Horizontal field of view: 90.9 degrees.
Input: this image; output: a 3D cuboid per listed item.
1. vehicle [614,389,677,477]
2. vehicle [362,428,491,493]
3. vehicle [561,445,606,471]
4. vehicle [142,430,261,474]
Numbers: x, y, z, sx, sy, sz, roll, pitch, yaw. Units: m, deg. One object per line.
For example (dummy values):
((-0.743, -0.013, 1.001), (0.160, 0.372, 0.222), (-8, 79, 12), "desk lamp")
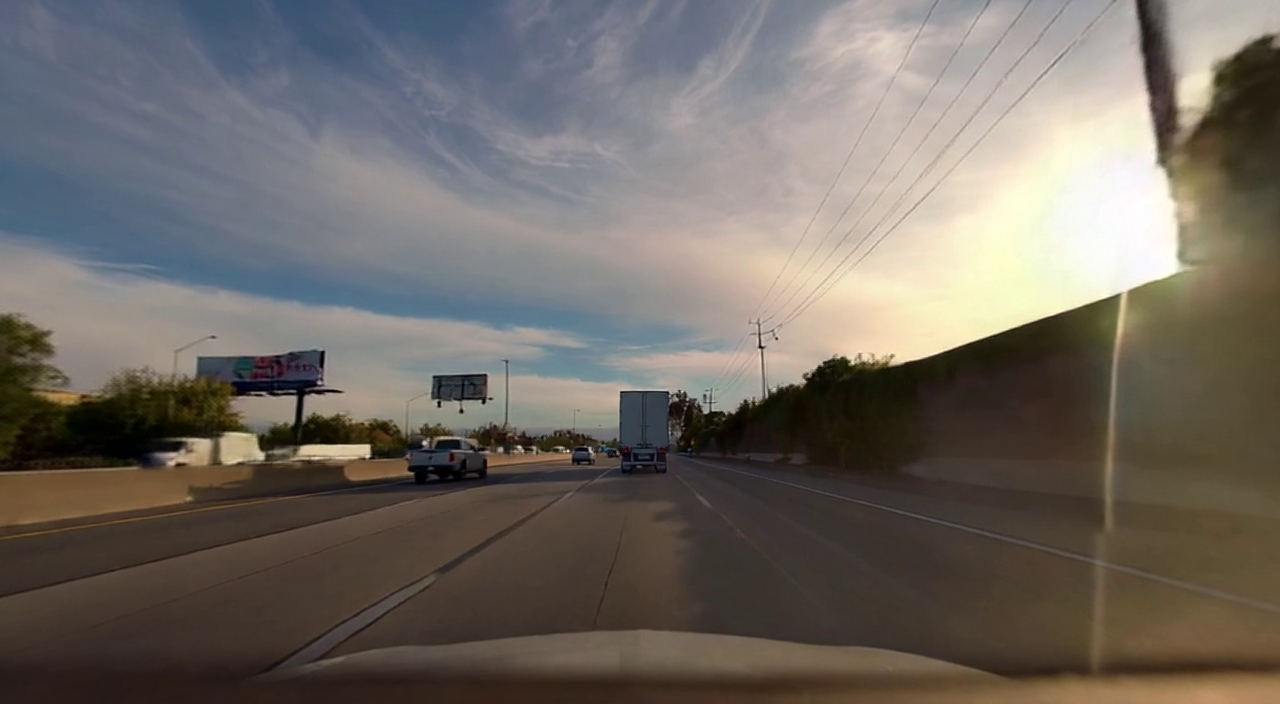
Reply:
((0.412, 4.586, 35.010), (2.879, 4.027, 11.243), (-1, -8, 2), "vehicle")
((-7.109, 3.691, 21.851), (2.263, 1.936, 5.802), (-1, -8, 2), "vehicle")
((-3.464, 6.602, 39.502), (2.138, 1.469, 4.677), (-1, -8, 3), "vehicle")
((-32.583, 7.487, 47.417), (3.069, 3.009, 8.042), (-1, -8, 1), "vehicle")
